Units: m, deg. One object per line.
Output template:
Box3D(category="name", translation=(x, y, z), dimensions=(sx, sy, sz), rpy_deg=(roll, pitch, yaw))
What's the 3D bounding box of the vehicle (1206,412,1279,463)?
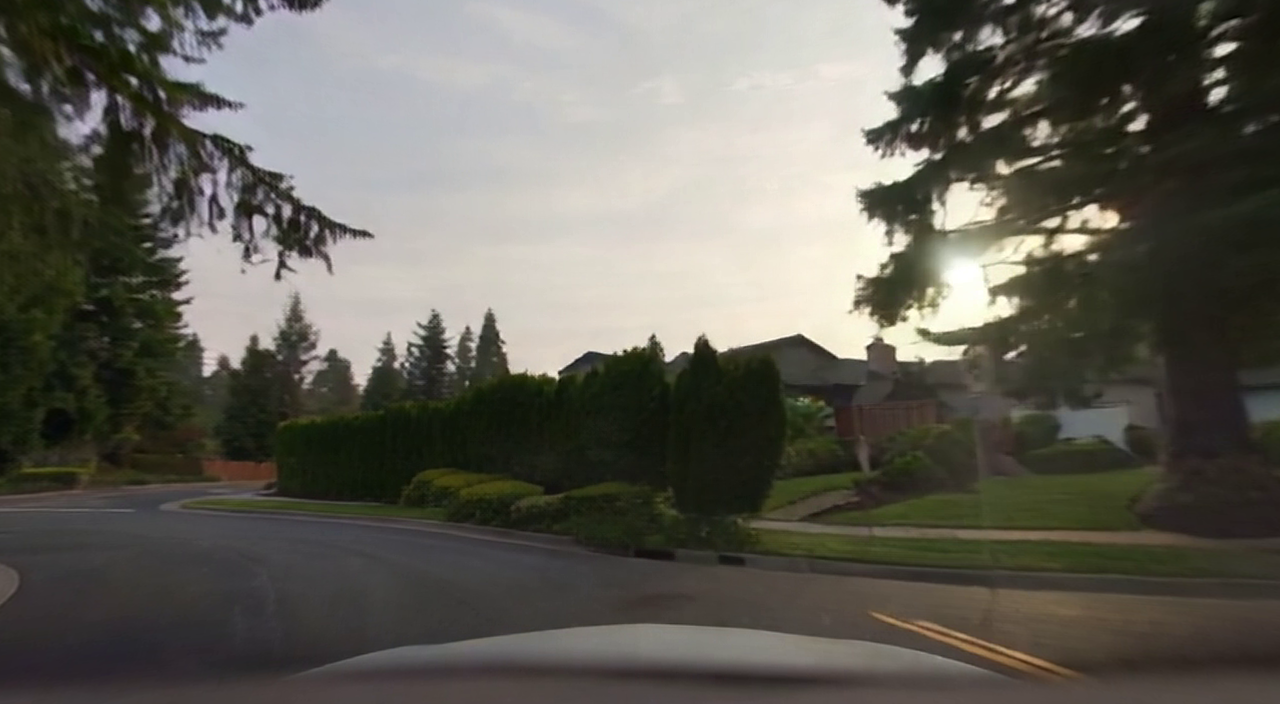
Box3D(category="vehicle", translation=(20.767, 2.827, 20.670), dimensions=(1.802, 1.548, 3.501), rpy_deg=(-2, -9, 15))
